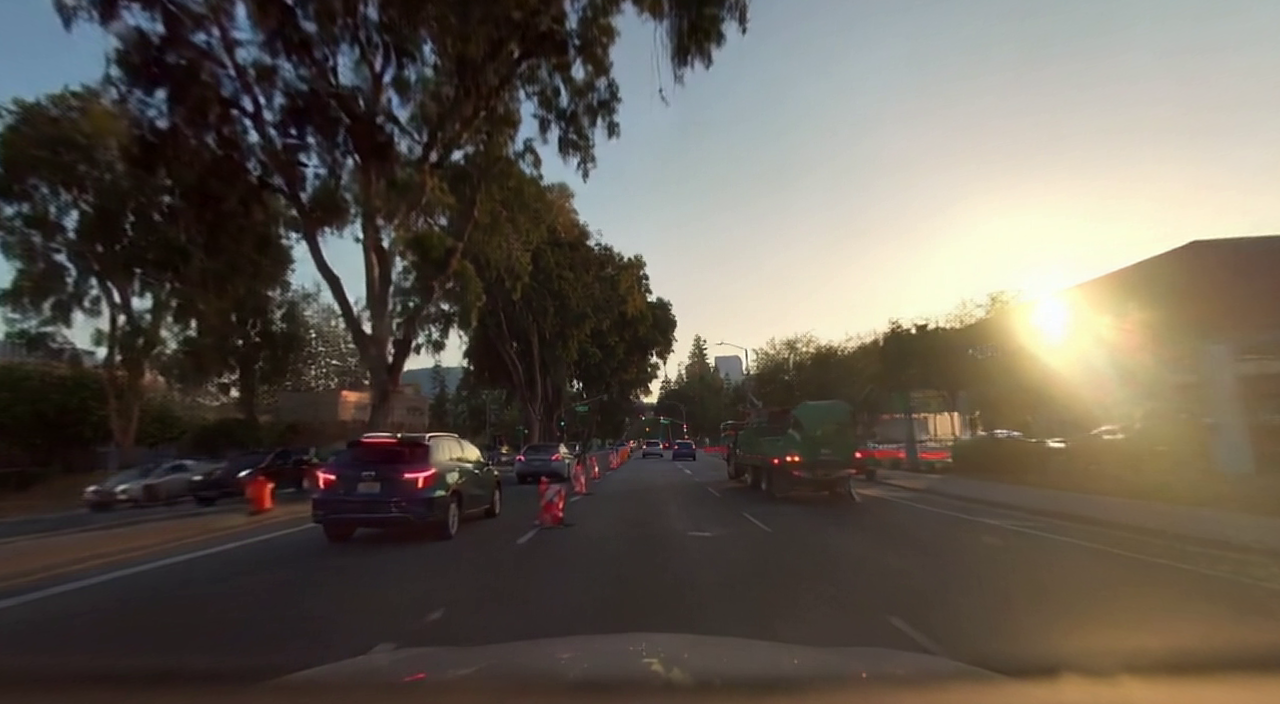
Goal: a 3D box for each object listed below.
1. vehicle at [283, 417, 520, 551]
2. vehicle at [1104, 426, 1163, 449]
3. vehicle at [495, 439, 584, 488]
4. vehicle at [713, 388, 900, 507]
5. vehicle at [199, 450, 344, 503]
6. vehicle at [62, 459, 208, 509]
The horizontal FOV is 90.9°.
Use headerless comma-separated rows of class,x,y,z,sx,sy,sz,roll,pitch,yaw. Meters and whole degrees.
vehicle,-3.458,2.000,10.263,2.038,1.682,4.399,0,-8,1
vehicle,36.098,6.281,46.227,1.999,1.564,3.899,-2,-9,16
vehicle,-3.303,3.777,21.756,2.107,1.482,4.674,0,-8,2
vehicle,3.915,2.570,17.125,2.760,2.465,7.936,0,-8,-1
vehicle,-12.036,4.057,21.039,1.910,1.509,4.722,0,-8,1
vehicle,-19.641,5.109,24.847,1.874,1.671,4.568,0,-8,1
